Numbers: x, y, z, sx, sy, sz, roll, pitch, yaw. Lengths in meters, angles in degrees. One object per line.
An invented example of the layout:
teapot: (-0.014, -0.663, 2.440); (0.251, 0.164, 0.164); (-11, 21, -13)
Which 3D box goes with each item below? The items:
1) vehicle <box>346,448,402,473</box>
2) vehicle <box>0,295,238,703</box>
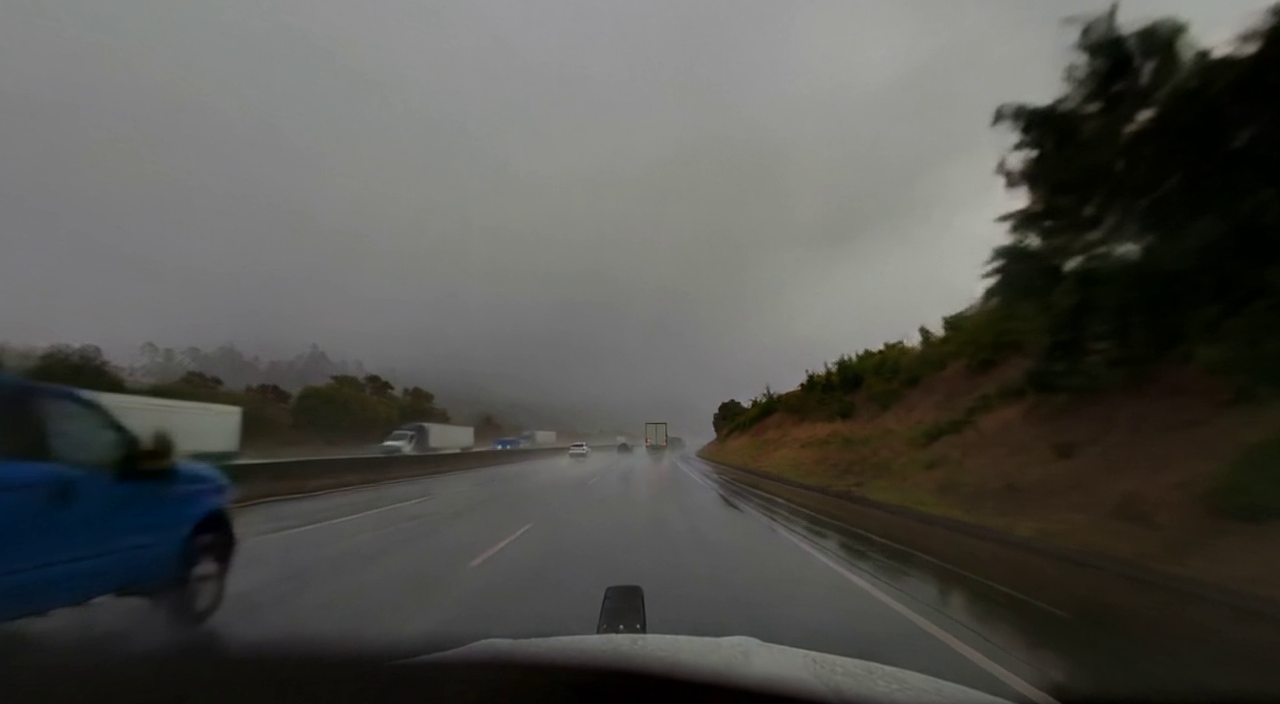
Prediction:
vehicle: (-17.945, 7.307, 42.761); (1.944, 1.613, 4.166); (0, -9, 1)
vehicle: (-3.992, 0.572, 1.790); (2.216, 1.949, 5.237); (0, -9, 0)
